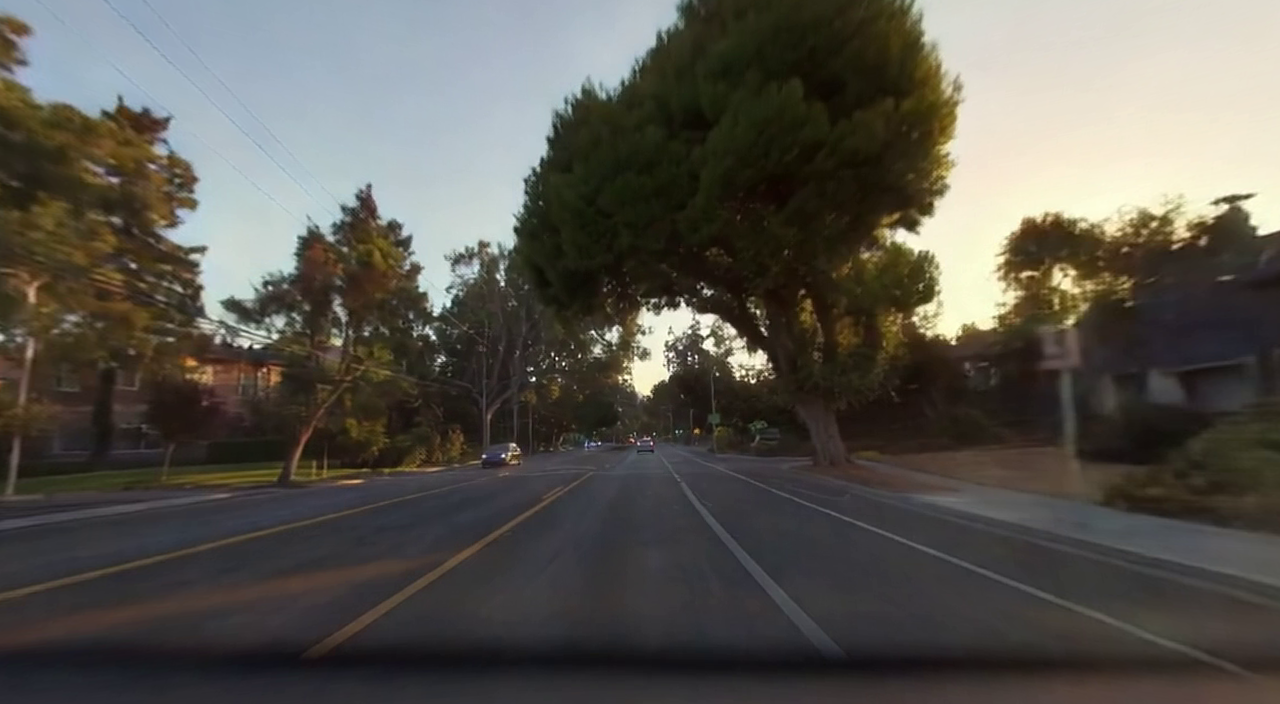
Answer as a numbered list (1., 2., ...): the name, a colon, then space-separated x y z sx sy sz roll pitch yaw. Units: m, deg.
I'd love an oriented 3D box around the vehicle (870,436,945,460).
1. vehicle: 20.671 7.416 48.599 4.849 1.470 2.041 -3 -7 -8
